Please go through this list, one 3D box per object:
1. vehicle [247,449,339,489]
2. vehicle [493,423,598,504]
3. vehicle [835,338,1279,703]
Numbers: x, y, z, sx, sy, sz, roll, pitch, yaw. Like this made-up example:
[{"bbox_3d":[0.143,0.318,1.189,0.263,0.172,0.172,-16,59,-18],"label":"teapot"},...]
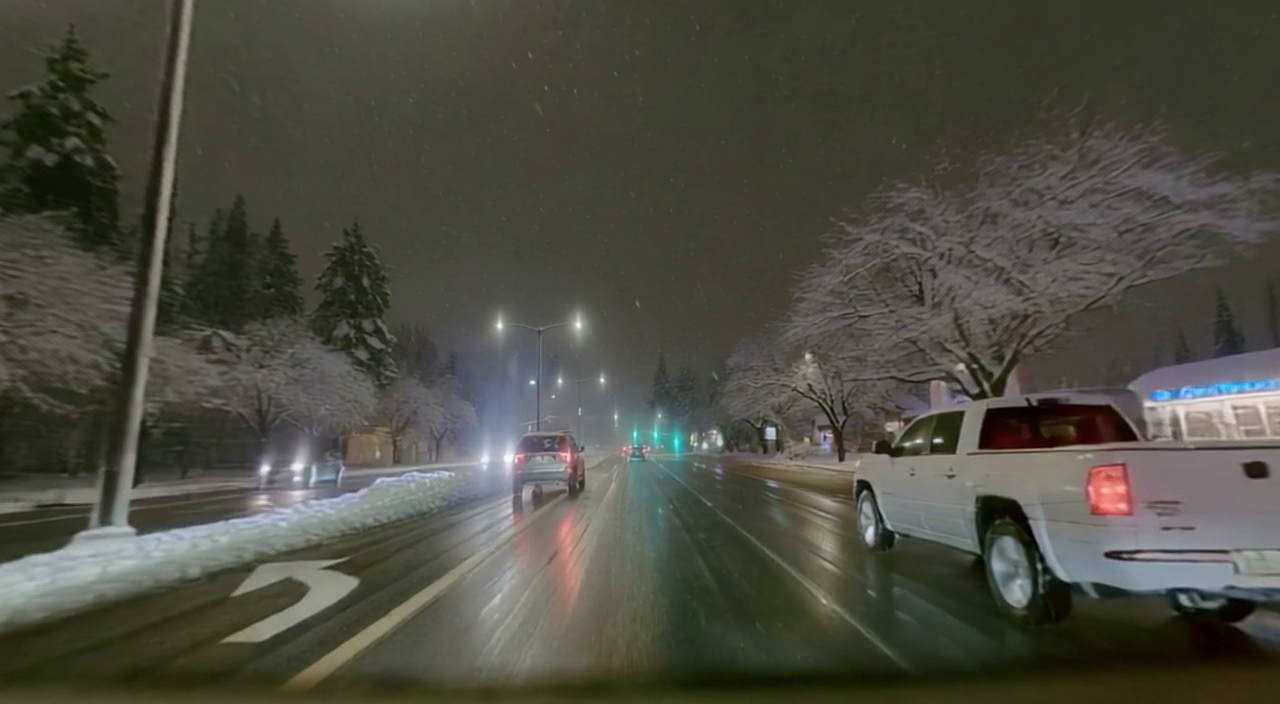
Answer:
[{"bbox_3d":[-16.916,5.708,31.109,2.060,1.769,4.385,0,-8,0],"label":"vehicle"},{"bbox_3d":[-2.386,2.997,17.402,2.300,1.870,4.936,0,-8,-2],"label":"vehicle"},{"bbox_3d":[3.477,1.142,5.127,2.238,1.767,4.563,0,-8,-1],"label":"vehicle"}]
